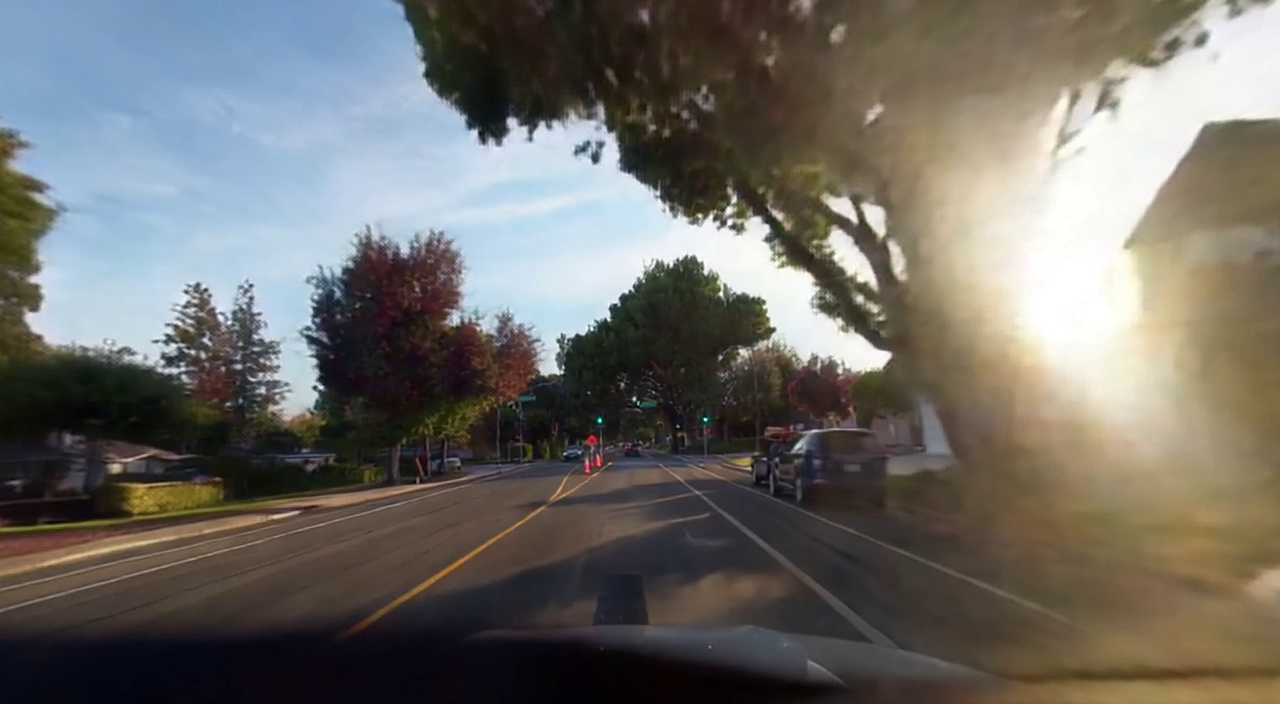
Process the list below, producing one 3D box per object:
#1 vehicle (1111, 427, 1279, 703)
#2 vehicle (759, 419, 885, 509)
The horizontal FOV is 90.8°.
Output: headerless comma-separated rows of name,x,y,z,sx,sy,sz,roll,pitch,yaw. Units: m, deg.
vehicle,3.925,0.887,1.727,1.870,1.441,4.539,-1,-9,2
vehicle,4.255,2.680,15.377,2.241,1.935,3.270,-1,-9,4
